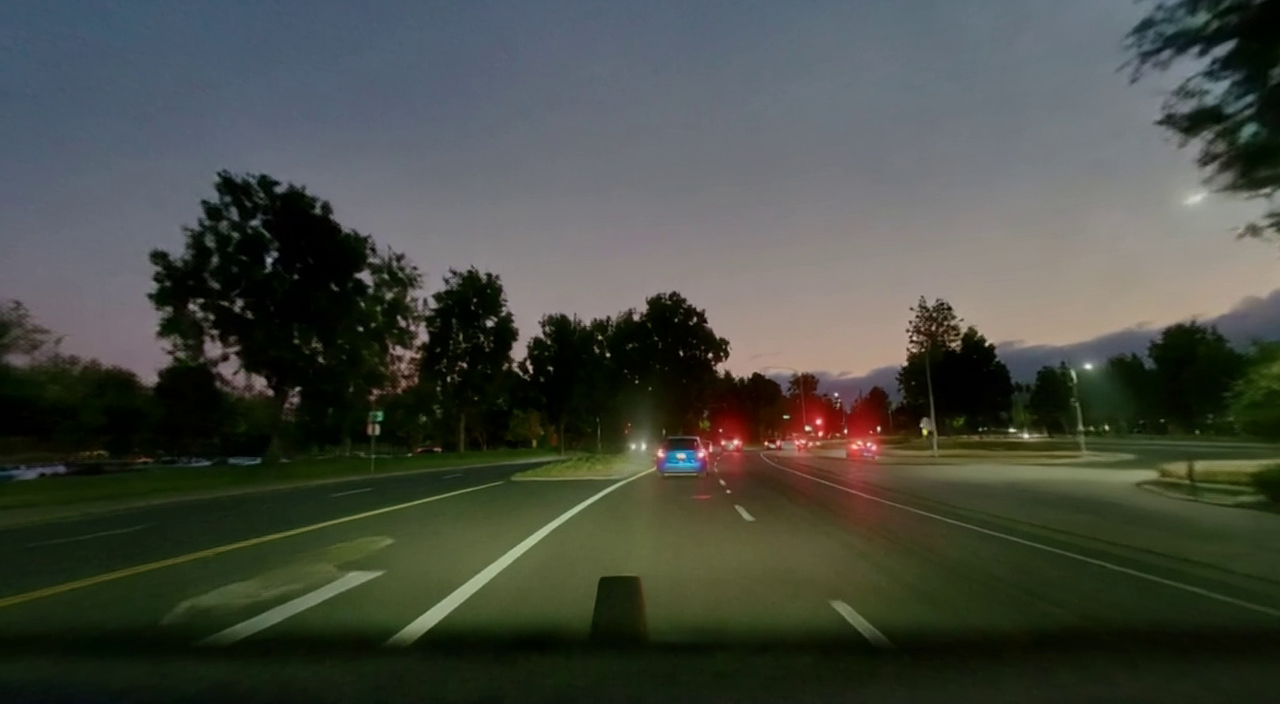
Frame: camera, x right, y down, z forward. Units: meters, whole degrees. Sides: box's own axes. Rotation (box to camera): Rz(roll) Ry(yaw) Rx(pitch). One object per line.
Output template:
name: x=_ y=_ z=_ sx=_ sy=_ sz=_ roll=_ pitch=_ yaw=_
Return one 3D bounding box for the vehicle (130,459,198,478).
vehicle: x=-37.460 y=9.143 z=49.658 sx=4.261 sy=1.430 sz=1.806 roll=-2 pitch=-9 yaw=11

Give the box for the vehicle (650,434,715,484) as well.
vehicle: x=1.468 y=3.603 z=21.522 sx=2.010 sy=1.535 sz=3.735 roll=-1 pitch=-8 yaw=5
